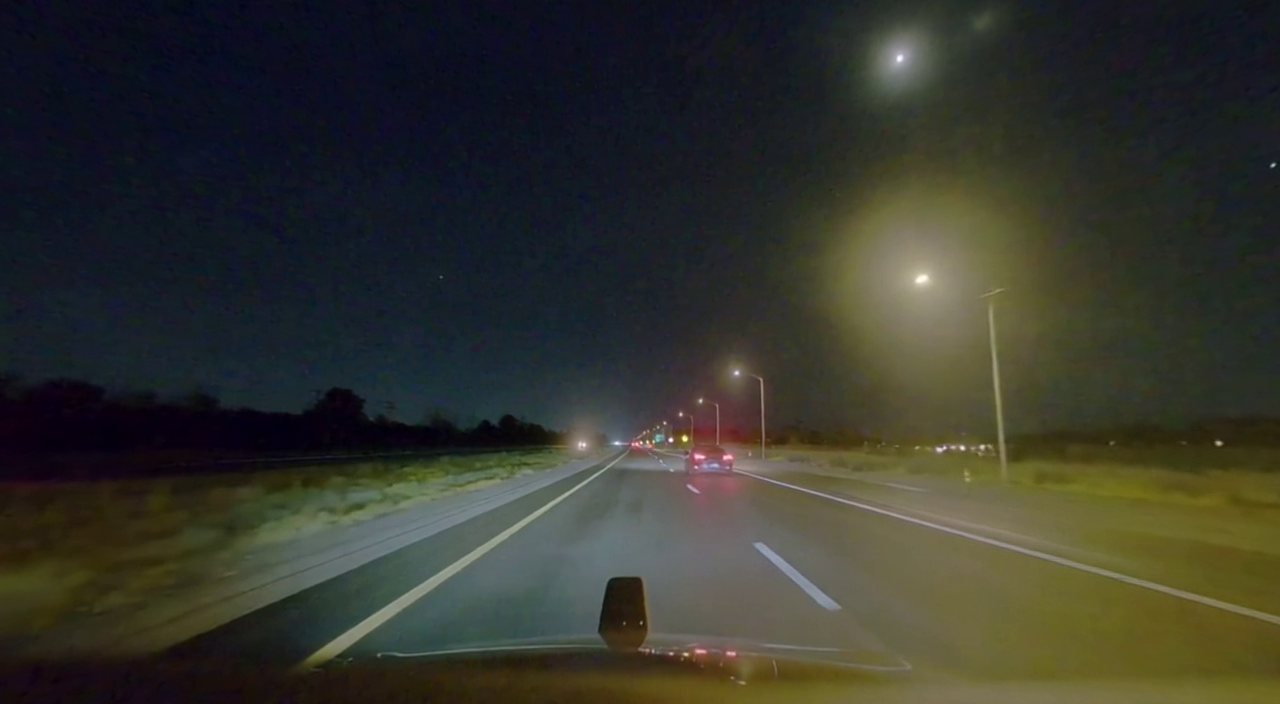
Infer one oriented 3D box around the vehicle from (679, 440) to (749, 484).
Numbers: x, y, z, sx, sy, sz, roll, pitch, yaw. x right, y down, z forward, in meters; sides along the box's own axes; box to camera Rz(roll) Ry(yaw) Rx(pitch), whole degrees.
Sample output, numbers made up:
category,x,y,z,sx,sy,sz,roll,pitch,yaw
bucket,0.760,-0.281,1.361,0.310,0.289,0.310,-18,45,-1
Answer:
category,x,y,z,sx,sy,sz,roll,pitch,yaw
vehicle,2.692,4.119,23.935,1.991,1.475,4.302,0,-8,-2
